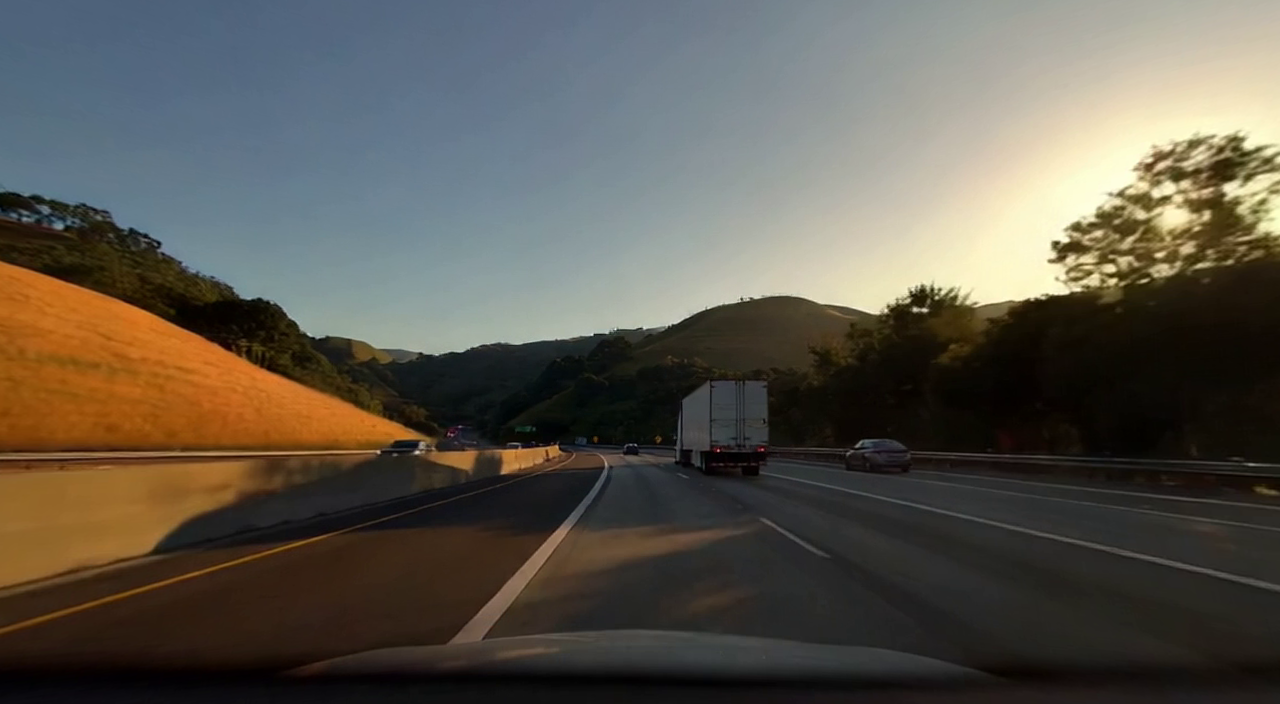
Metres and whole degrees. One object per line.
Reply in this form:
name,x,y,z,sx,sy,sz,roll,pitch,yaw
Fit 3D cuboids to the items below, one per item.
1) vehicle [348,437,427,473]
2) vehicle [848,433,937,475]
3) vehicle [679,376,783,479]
vehicle,-13.365,5.499,33.757,2.113,1.783,5.320,0,-9,-1
vehicle,11.422,4.659,28.903,2.046,1.741,4.769,0,-9,-1
vehicle,3.833,3.700,29.750,3.049,3.968,10.706,0,-9,-1
